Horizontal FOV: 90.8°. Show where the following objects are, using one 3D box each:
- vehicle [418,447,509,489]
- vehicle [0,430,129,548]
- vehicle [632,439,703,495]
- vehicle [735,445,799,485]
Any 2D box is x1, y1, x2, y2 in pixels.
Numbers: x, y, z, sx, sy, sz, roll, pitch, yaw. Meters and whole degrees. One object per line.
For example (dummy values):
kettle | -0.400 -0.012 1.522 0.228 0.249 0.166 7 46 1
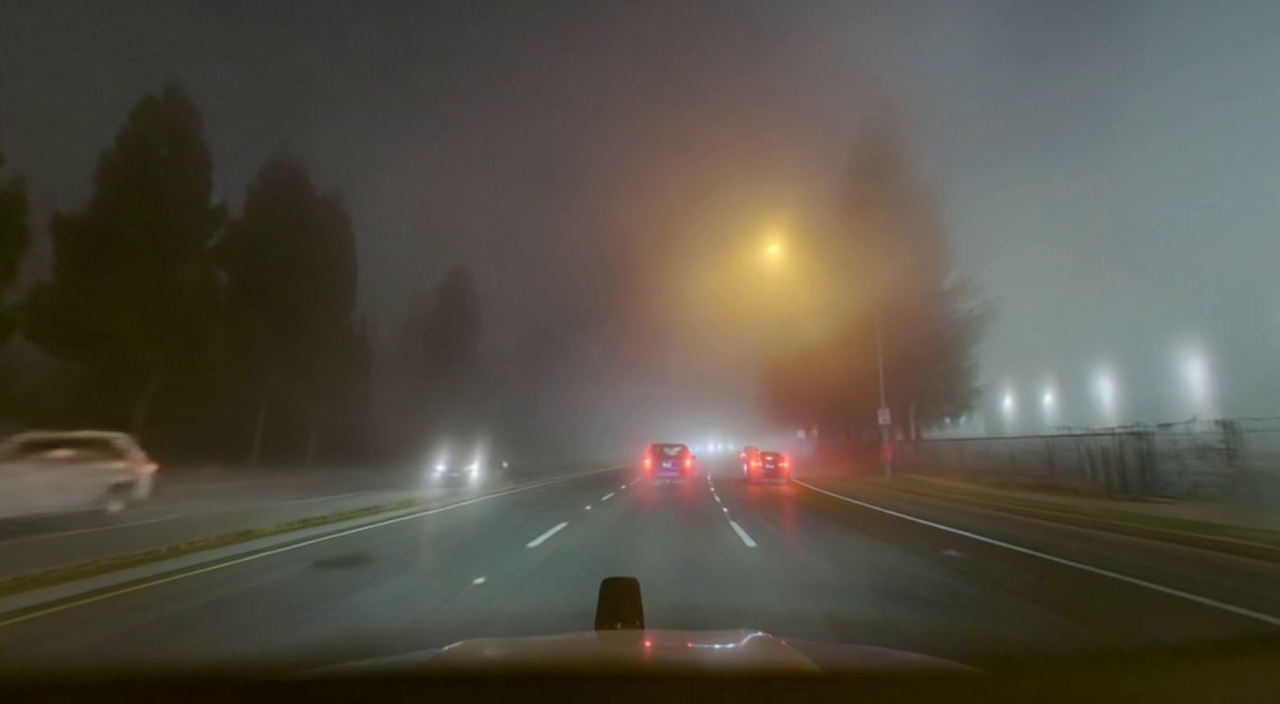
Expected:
vehicle | -6.785 4.484 24.889 1.933 1.472 4.482 -1 -9 6
vehicle | -10.805 2.075 9.502 2.329 1.757 4.464 -1 -8 2
vehicle | 1.041 3.868 21.620 2.105 1.676 4.541 -1 -9 6
vehicle | 5.089 4.560 25.901 2.147 1.474 4.083 -1 -8 5
